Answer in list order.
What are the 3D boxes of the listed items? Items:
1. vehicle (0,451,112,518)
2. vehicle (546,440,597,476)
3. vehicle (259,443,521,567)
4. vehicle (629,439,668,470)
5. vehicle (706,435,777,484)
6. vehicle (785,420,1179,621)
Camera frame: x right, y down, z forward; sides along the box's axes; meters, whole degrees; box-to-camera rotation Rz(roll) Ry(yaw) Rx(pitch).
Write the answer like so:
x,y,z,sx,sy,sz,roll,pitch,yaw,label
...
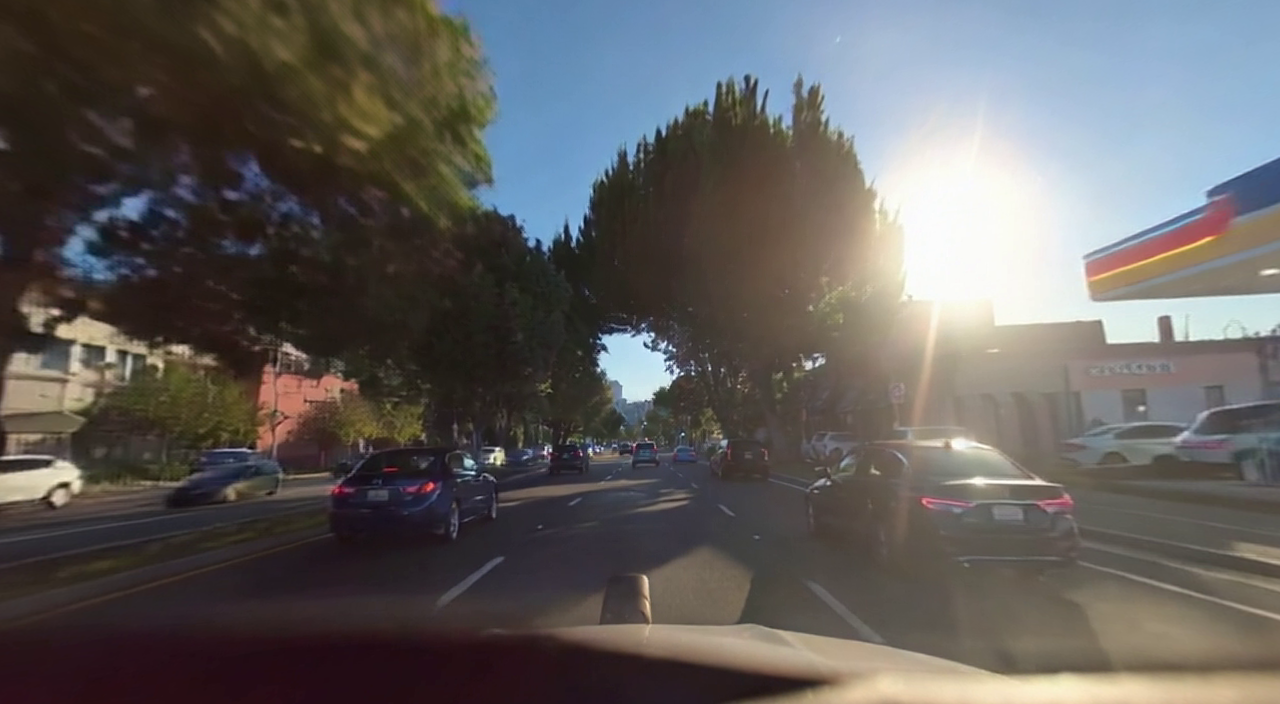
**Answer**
x,y,z,sx,sy,sz,roll,pitch,yaw,label
-18.704,3.865,18.663,2.062,1.804,4.687,0,-8,-1,vehicle
-3.292,5.164,30.961,1.988,1.645,3.995,0,-8,1,vehicle
-3.210,2.032,9.271,2.013,1.354,4.393,0,-8,1,vehicle
0.483,6.023,37.168,2.192,1.674,4.124,0,-8,0,vehicle
3.860,4.177,24.891,1.980,1.709,4.813,0,-8,0,vehicle
3.128,1.614,7.132,1.919,1.502,4.572,0,-8,0,vehicle
